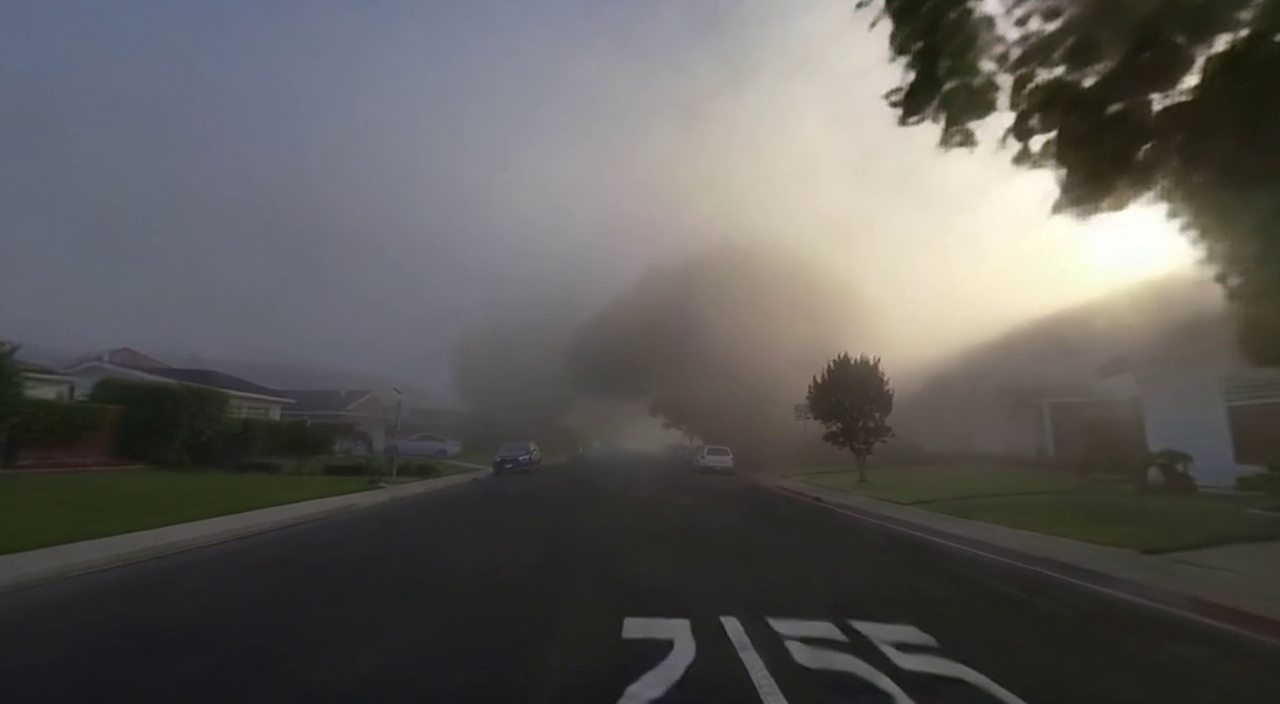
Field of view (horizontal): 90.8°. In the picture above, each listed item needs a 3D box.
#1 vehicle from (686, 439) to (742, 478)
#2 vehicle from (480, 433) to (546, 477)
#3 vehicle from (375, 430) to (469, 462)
[{"bbox_3d":[3.543,5.197,31.114,2.033,1.730,4.554,0,-9,-2],"label":"vehicle"},{"bbox_3d":[-6.255,5.184,31.849,2.322,1.949,5.695,-1,-9,-2],"label":"vehicle"},{"bbox_3d":[-13.355,5.803,38.955,5.024,1.903,2.102,0,-9,0],"label":"vehicle"}]
